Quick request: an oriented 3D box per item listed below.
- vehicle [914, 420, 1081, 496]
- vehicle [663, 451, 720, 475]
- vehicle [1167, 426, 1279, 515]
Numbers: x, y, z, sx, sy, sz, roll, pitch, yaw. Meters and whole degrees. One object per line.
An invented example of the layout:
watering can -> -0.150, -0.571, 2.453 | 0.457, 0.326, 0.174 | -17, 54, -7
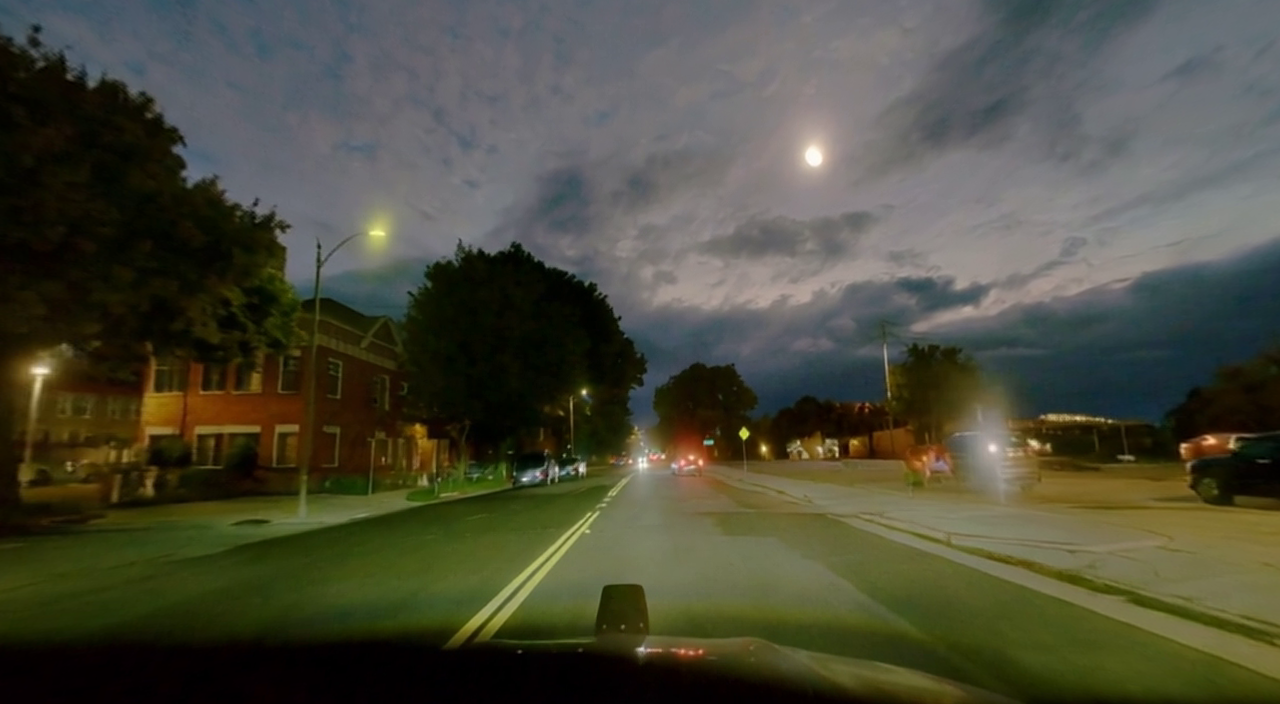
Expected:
vehicle -> 9.795, 3.046, 17.845 | 2.018, 1.840, 4.662 | -1, -11, 1
vehicle -> 3.876, 8.525, 48.360 | 2.097, 1.740, 4.277 | 6, -11, -34
vehicle -> 12.178, 2.070, 11.054 | 1.903, 1.528, 4.374 | 0, -9, -3
